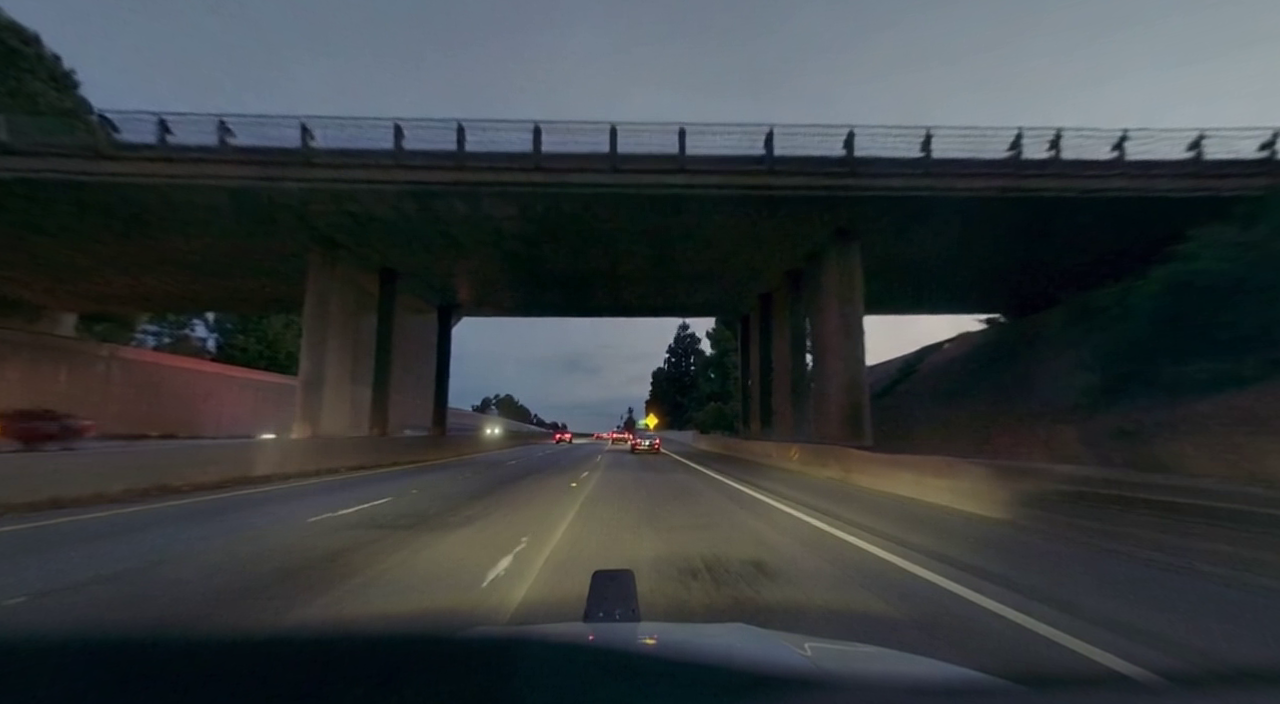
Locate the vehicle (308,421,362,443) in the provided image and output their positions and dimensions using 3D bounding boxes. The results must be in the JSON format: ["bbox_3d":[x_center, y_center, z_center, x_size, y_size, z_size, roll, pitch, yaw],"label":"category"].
[{"bbox_3d":[-21.924,5.790,45.373,1.859,1.480,4.314,0,-8,-3],"label":"vehicle"}]

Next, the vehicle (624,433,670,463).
[{"bbox_3d":[0.264,4.536,30.044,1.999,1.329,3.913,0,-8,-2],"label":"vehicle"}]
